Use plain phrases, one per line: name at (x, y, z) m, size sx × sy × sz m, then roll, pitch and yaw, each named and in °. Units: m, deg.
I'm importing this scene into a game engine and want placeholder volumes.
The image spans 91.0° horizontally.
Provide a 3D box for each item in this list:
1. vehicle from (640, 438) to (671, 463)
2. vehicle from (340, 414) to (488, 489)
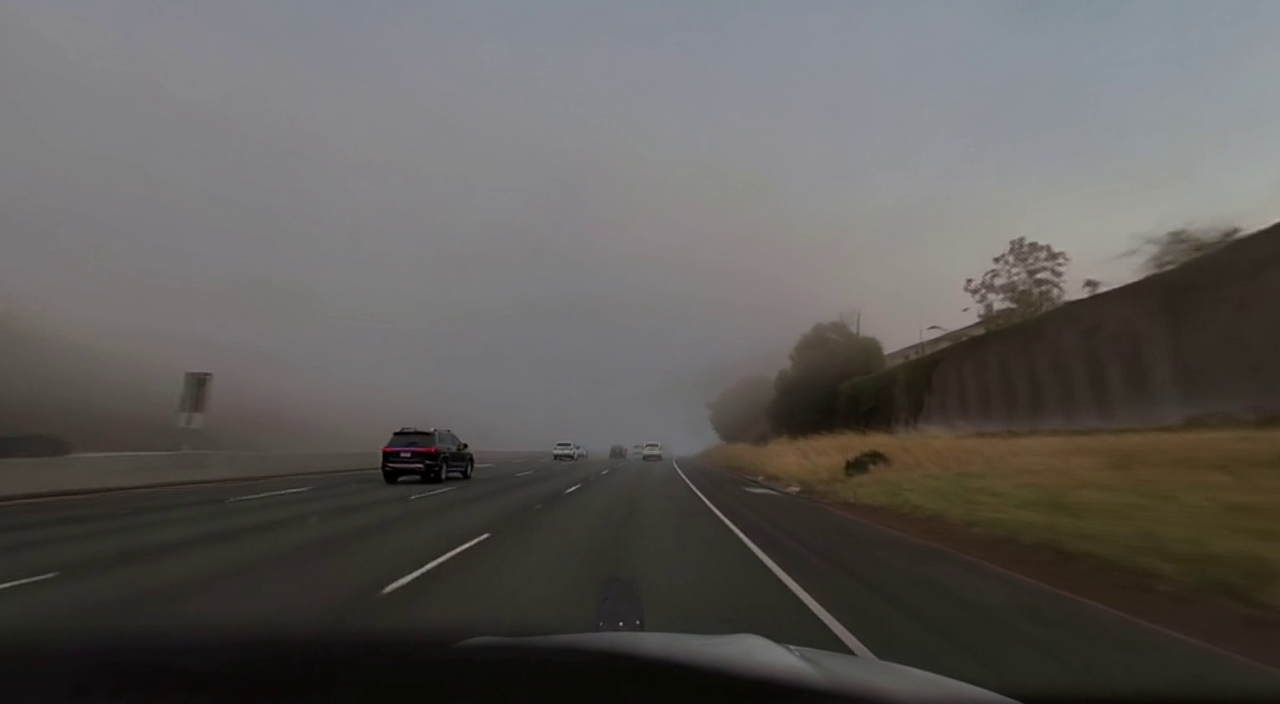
vehicle at (1.143, 7.334, 47.021) m, size 2.141 × 1.706 × 4.065 m, roll 0°, pitch -8°, yaw 1°
vehicle at (-6.792, 3.103, 19.856) m, size 2.438 × 1.967 × 5.596 m, roll 0°, pitch -8°, yaw 1°
